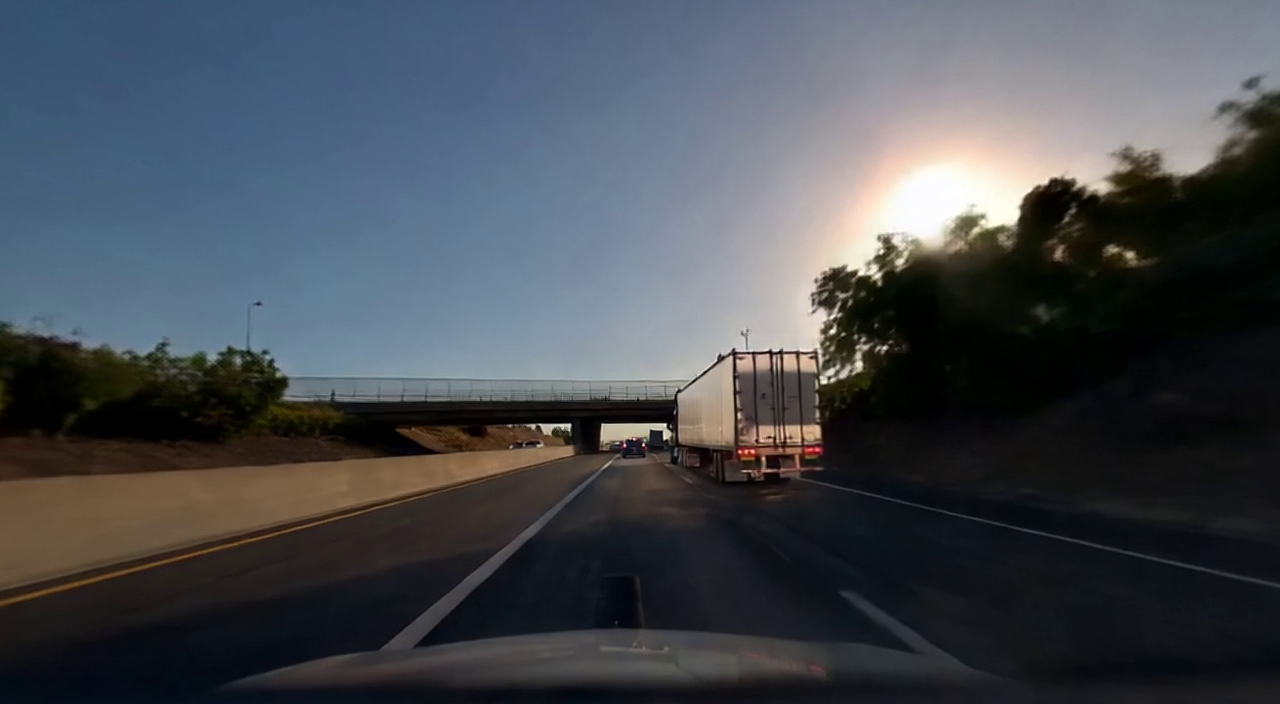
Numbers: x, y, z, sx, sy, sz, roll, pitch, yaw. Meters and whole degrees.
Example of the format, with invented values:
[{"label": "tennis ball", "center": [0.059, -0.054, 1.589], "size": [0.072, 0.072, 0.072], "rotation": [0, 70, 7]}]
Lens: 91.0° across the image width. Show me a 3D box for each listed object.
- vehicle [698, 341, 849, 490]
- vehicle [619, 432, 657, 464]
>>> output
[{"label": "vehicle", "center": [3.929, 2.274, 21.108], "size": [2.967, 3.961, 8.660], "rotation": [0, -8, -1]}, {"label": "vehicle", "center": [-0.188, 6.628, 43.564], "size": [2.456, 2.007, 4.728], "rotation": [0, -8, -1]}]
